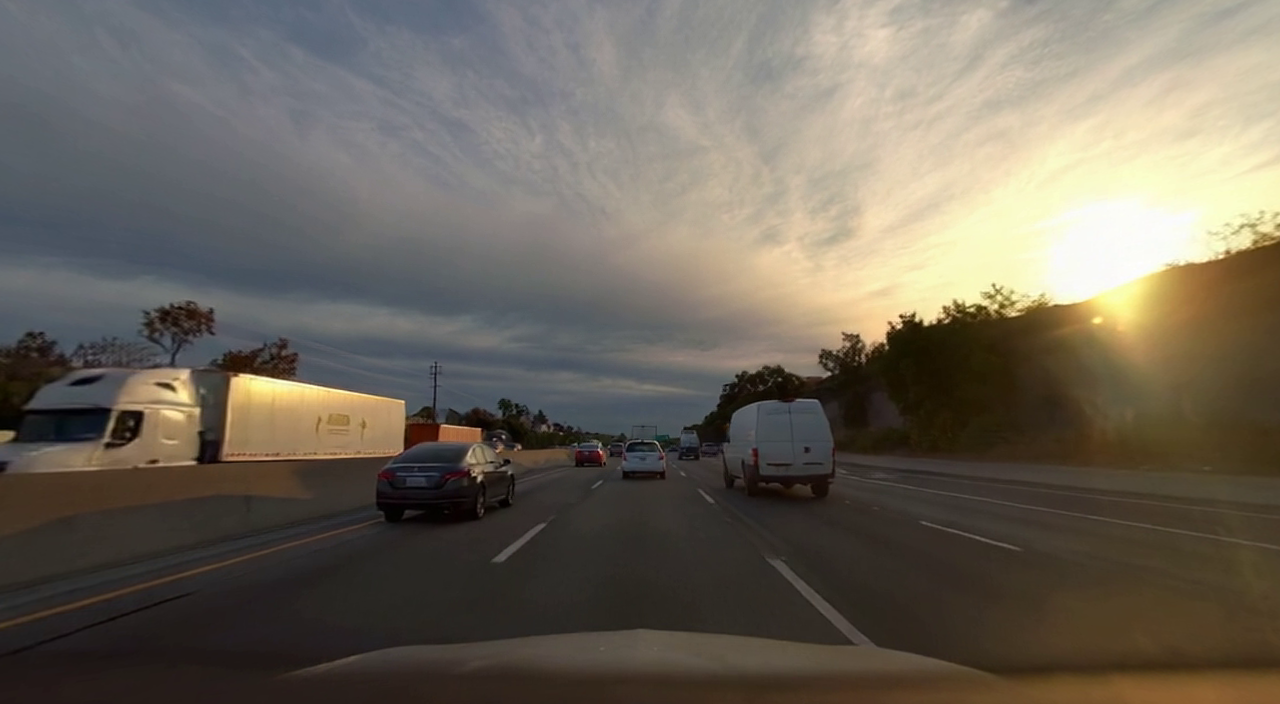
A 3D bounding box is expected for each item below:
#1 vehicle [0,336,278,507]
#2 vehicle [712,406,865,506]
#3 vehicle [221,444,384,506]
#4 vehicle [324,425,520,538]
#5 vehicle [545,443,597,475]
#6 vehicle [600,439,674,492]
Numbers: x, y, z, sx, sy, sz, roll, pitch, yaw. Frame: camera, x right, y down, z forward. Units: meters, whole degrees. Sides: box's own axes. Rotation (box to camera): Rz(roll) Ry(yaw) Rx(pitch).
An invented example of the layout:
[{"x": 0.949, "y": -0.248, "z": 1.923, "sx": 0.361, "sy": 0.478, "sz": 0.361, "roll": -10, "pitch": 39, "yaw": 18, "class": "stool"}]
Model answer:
[{"x": -15.278, "y": 2.270, "z": 19.244, "sx": 3.043, "sy": 4.038, "sz": 8.794, "roll": 0, "pitch": -9, "yaw": 0, "class": "vehicle"}, {"x": 3.455, "y": 2.608, "z": 16.119, "sx": 2.460, "sy": 2.086, "sz": 5.576, "roll": 0, "pitch": -9, "yaw": -1, "class": "vehicle"}, {"x": -9.044, "y": 3.302, "z": 17.416, "sx": 1.937, "sy": 1.450, "sz": 4.569, "roll": 0, "pitch": -9, "yaw": 0, "class": "vehicle"}, {"x": -3.548, "y": 2.197, "z": 11.255, "sx": 1.956, "sy": 1.602, "sz": 4.258, "roll": 0, "pitch": -9, "yaw": 0, "class": "vehicle"}, {"x": -3.344, "y": 5.277, "z": 31.252, "sx": 2.062, "sy": 1.459, "sz": 4.365, "roll": 0, "pitch": -9, "yaw": 0, "class": "vehicle"}, {"x": -0.101, "y": 3.488, "z": 19.691, "sx": 2.053, "sy": 1.461, "sz": 3.941, "roll": 0, "pitch": -9, "yaw": 0, "class": "vehicle"}]
